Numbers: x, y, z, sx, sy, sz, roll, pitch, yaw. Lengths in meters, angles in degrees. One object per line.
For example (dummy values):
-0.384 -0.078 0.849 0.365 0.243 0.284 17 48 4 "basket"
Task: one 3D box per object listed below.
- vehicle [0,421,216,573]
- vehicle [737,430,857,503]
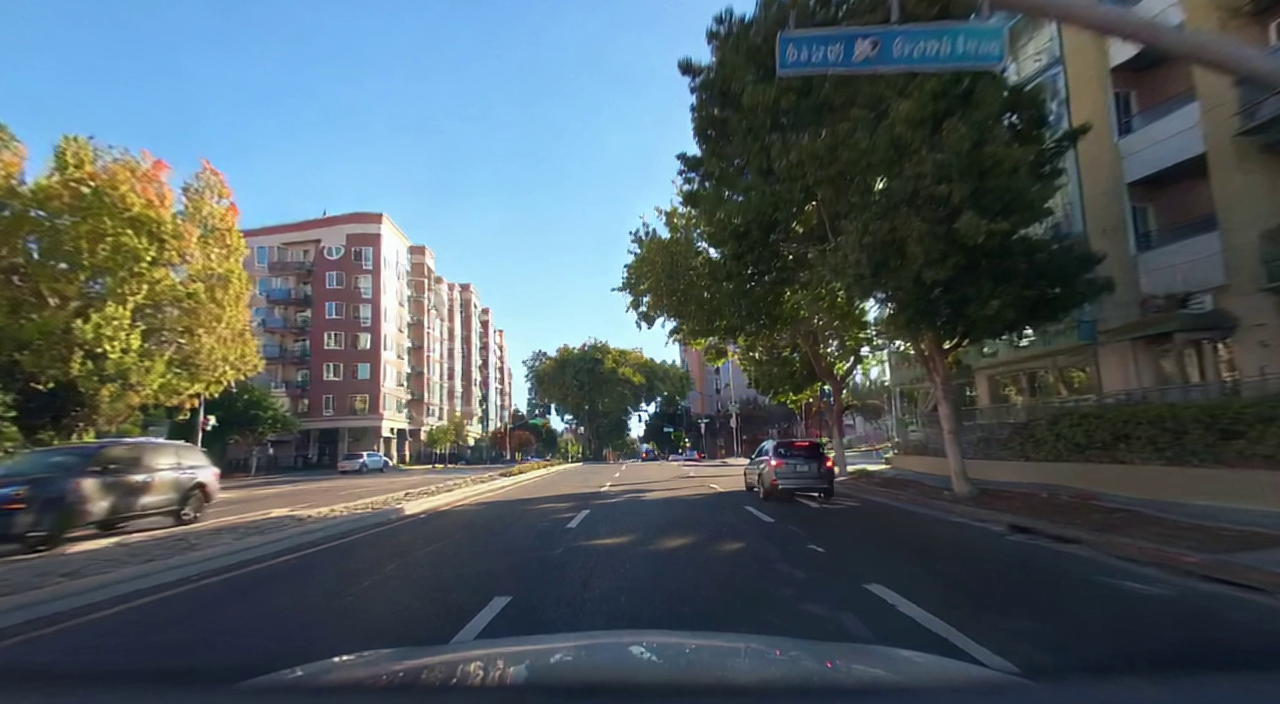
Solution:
-7.941 1.807 8.027 2.021 1.626 4.302 -3 -9 1 "vehicle"
3.728 2.789 15.738 1.949 1.583 3.996 0 -9 0 "vehicle"
